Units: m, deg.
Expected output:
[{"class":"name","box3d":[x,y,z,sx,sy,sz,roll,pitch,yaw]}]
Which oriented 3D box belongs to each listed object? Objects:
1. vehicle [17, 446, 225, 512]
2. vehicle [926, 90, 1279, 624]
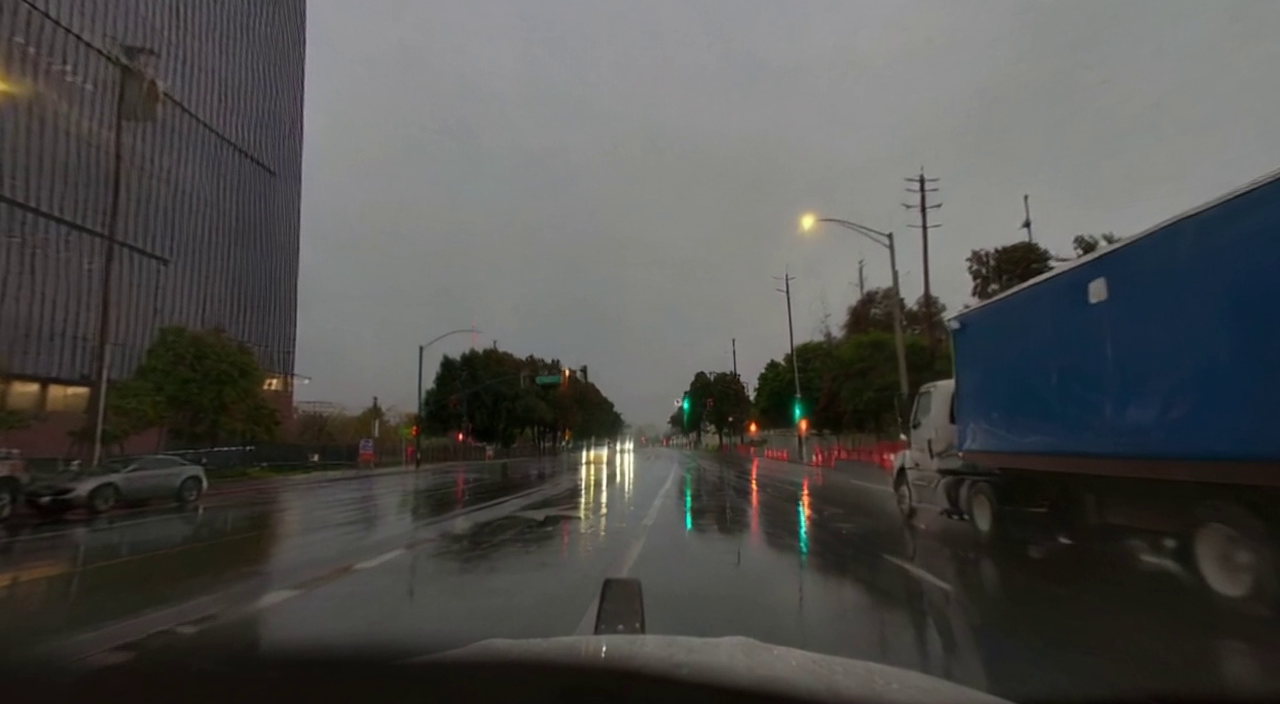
[{"class":"vehicle","box3d":[-15.161,3.687,18.957,1.925,1.665,4.893,0,-8,2]},{"class":"vehicle","box3d":[6.388,0.230,5.939,3.176,3.913,9.805,0,-8,3]}]
